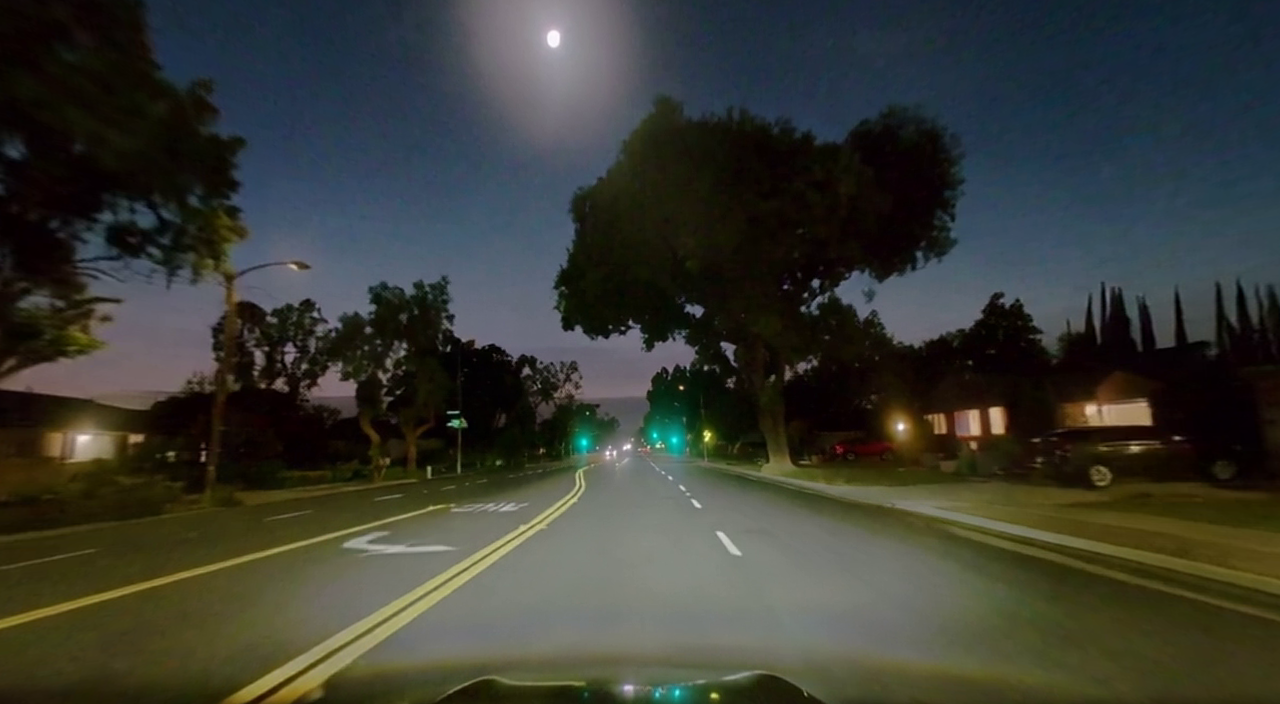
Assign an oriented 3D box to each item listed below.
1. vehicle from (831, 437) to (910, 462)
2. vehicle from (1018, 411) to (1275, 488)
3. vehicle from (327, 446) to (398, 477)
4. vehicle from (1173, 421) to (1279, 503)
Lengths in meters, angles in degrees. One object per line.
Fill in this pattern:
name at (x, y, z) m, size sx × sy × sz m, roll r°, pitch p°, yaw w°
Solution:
vehicle at (15.586, 6.608, 42.916) m, size 4.548 × 1.535 × 1.882 m, roll -2°, pitch -9°, yaw 2°
vehicle at (13.382, 2.642, 17.029) m, size 4.912 × 1.895 × 2.047 m, roll -1°, pitch -9°, yaw 6°
vehicle at (-18.129, 7.140, 41.605) m, size 2.161 × 1.873 × 5.514 m, roll 0°, pitch -9°, yaw 1°
vehicle at (15.149, 2.216, 13.830) m, size 4.752 × 1.497 × 2.107 m, roll -7°, pitch -9°, yaw 5°
